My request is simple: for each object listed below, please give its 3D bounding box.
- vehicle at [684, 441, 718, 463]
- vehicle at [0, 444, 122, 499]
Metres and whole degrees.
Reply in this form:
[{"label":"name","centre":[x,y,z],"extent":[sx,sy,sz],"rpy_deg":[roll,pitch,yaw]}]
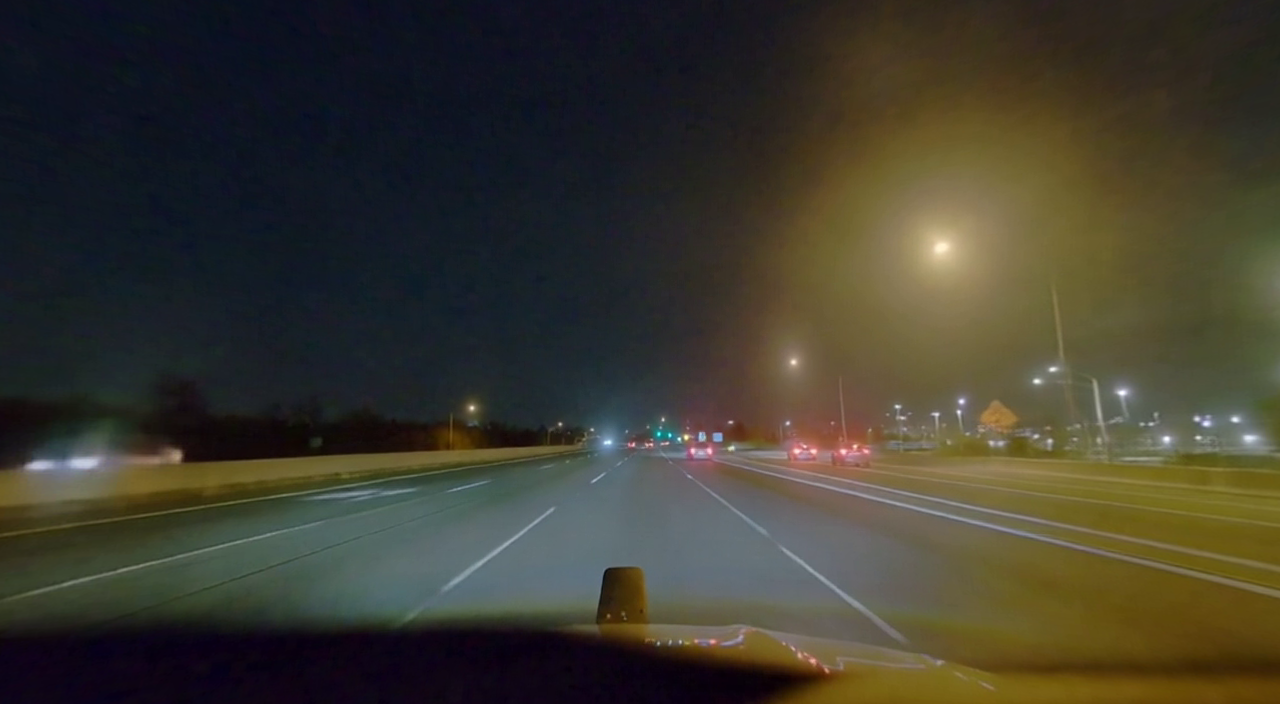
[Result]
[{"label":"vehicle","centre":[4.276,7.069,44.703],"extent":[1.912,1.478,4.125],"rpy_deg":[0,-8,0]},{"label":"vehicle","centre":[-17.942,3.424,18.353],"extent":[1.913,1.440,4.374],"rpy_deg":[0,-8,1]}]
